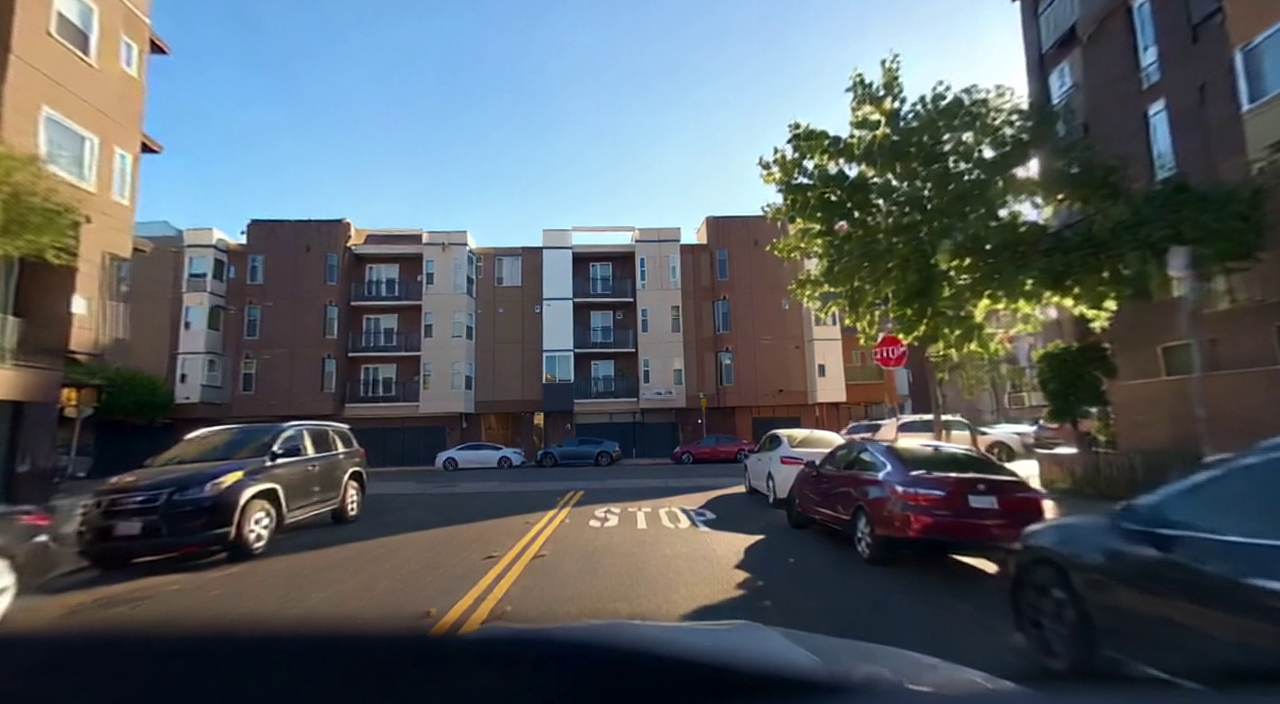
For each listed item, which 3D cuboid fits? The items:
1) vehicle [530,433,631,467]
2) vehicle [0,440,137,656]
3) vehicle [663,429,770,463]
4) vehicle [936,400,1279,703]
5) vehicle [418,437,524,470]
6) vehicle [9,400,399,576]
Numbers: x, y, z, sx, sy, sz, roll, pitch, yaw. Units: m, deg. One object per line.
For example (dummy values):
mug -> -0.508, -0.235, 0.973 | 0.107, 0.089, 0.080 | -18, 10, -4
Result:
vehicle -> -2.707, 4.522, 29.267 | 4.489, 1.470, 1.776 | 1, -8, -4
vehicle -> -5.550, 1.227, 3.342 | 2.129, 1.505, 4.510 | 0, -8, -1
vehicle -> 3.499, 4.383, 29.493 | 4.681, 1.480, 1.817 | 0, -8, -3
vehicle -> 3.195, 0.943, 2.371 | 1.919, 1.490, 4.339 | 0, -8, -2
vehicle -> -7.637, 4.629, 28.922 | 4.423, 1.449, 1.813 | 1, -8, -5
vehicle -> -5.943, 1.916, 10.030 | 2.208, 1.903, 6.040 | 0, -8, -4
